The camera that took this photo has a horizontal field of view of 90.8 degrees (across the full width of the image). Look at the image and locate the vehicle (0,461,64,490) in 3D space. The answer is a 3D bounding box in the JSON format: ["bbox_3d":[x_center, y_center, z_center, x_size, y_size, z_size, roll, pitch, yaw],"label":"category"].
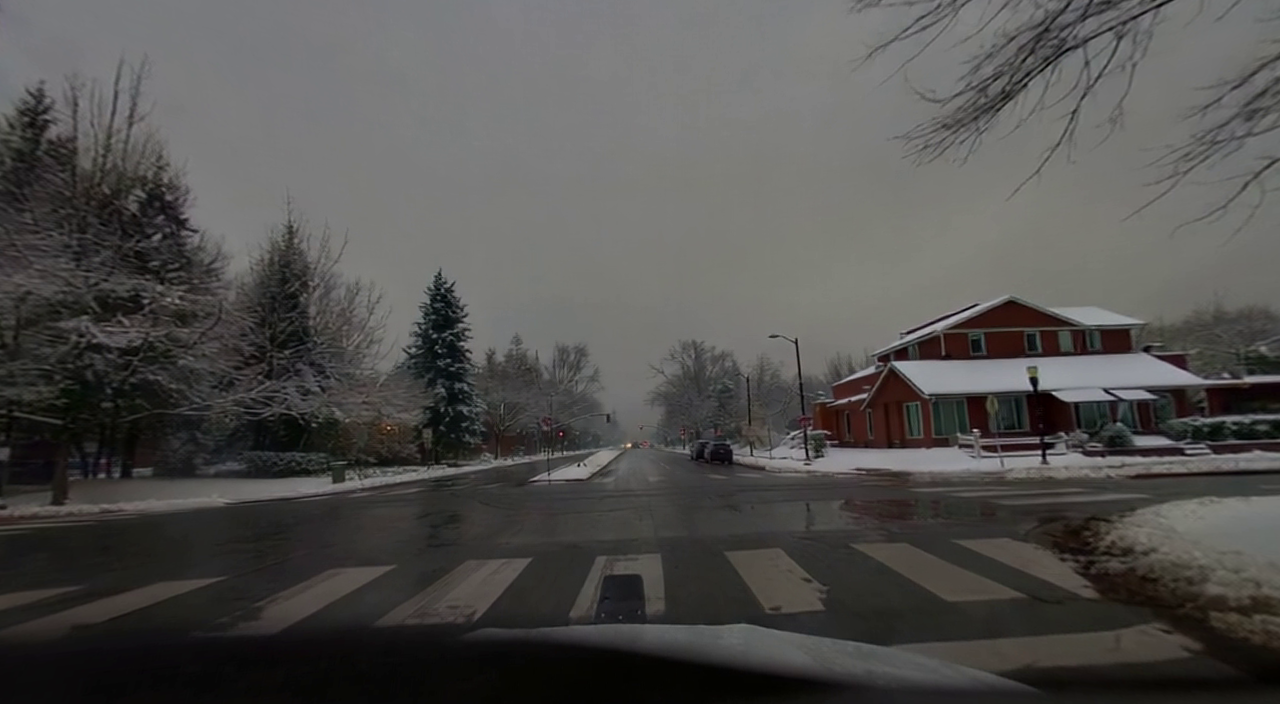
[{"bbox_3d":[-36.919,7.271,37.342,1.871,1.523,4.028,0,-9,1],"label":"vehicle"}]
